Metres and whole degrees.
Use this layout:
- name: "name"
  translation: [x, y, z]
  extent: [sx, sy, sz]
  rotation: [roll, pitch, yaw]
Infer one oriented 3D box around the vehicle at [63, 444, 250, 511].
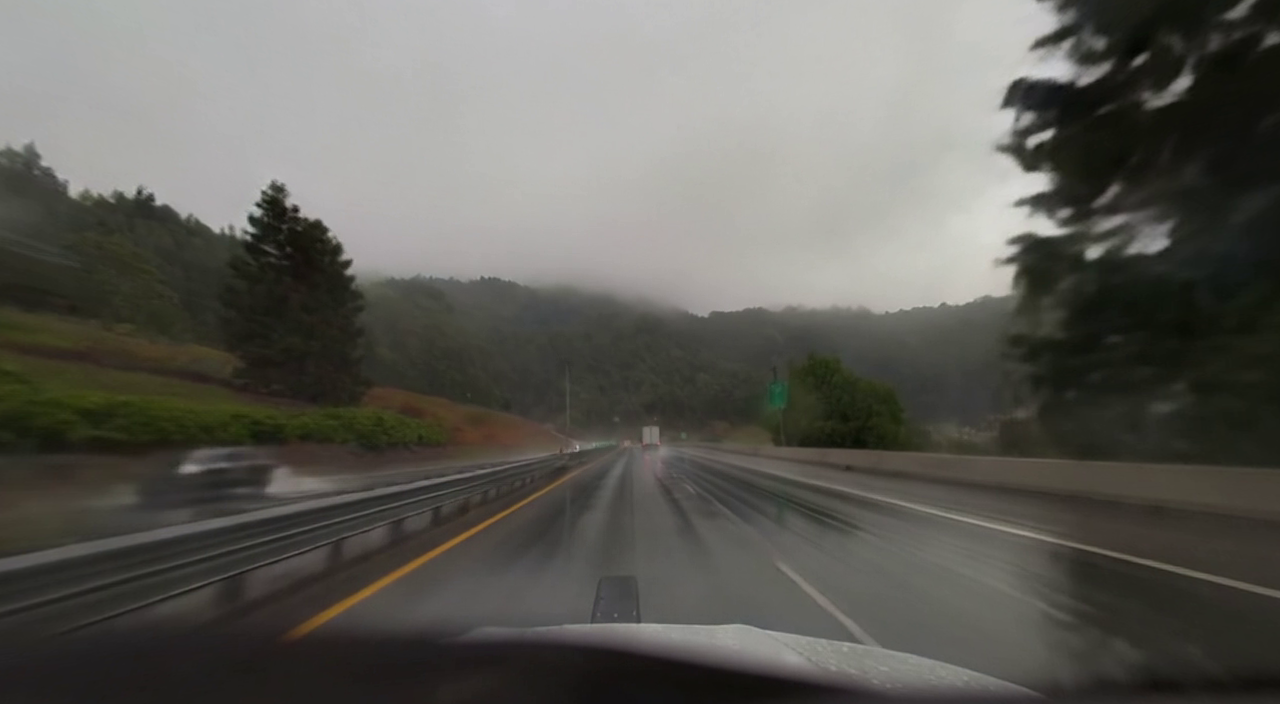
- name: "vehicle"
  translation: [-12.958, 3.331, 17.277]
  extent: [1.880, 1.544, 4.154]
  rotation: [0, -8, -2]
